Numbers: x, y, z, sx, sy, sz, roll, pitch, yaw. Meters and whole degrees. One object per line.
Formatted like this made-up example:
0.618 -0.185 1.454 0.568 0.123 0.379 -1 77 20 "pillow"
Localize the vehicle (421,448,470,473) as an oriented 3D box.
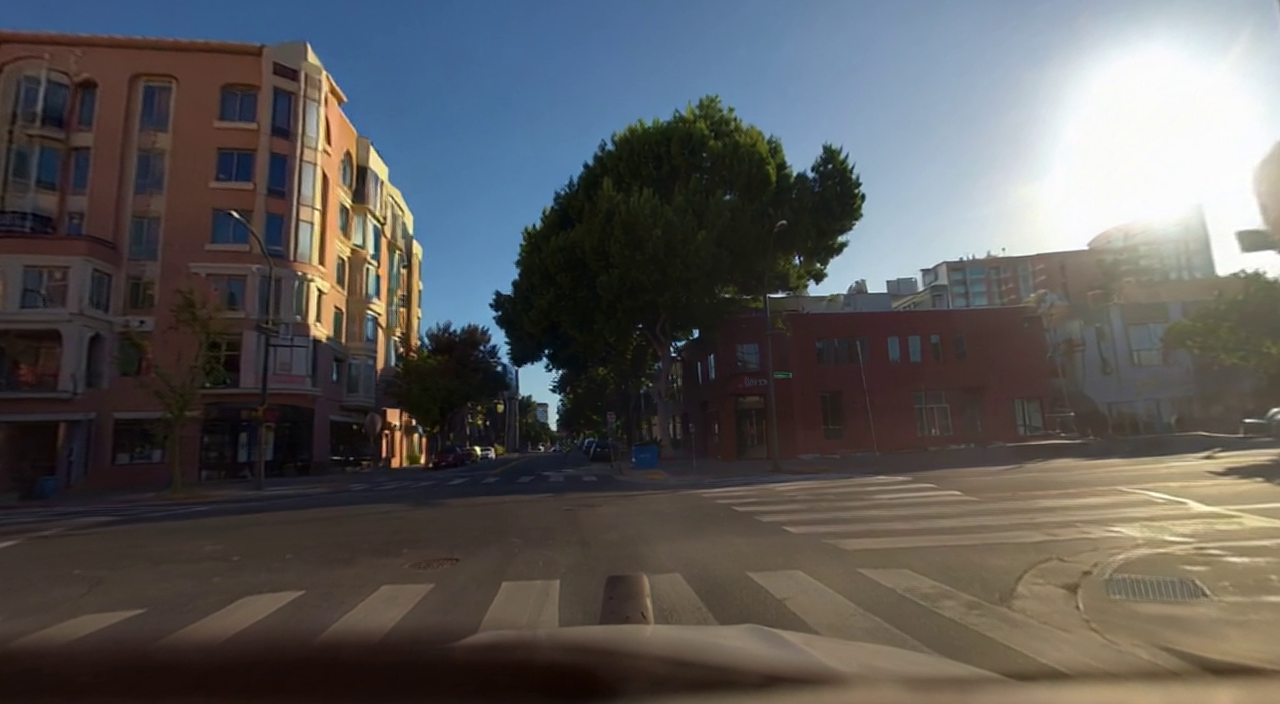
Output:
-12.242 6.834 39.930 2.033 1.491 4.298 0 -8 -5 "vehicle"
